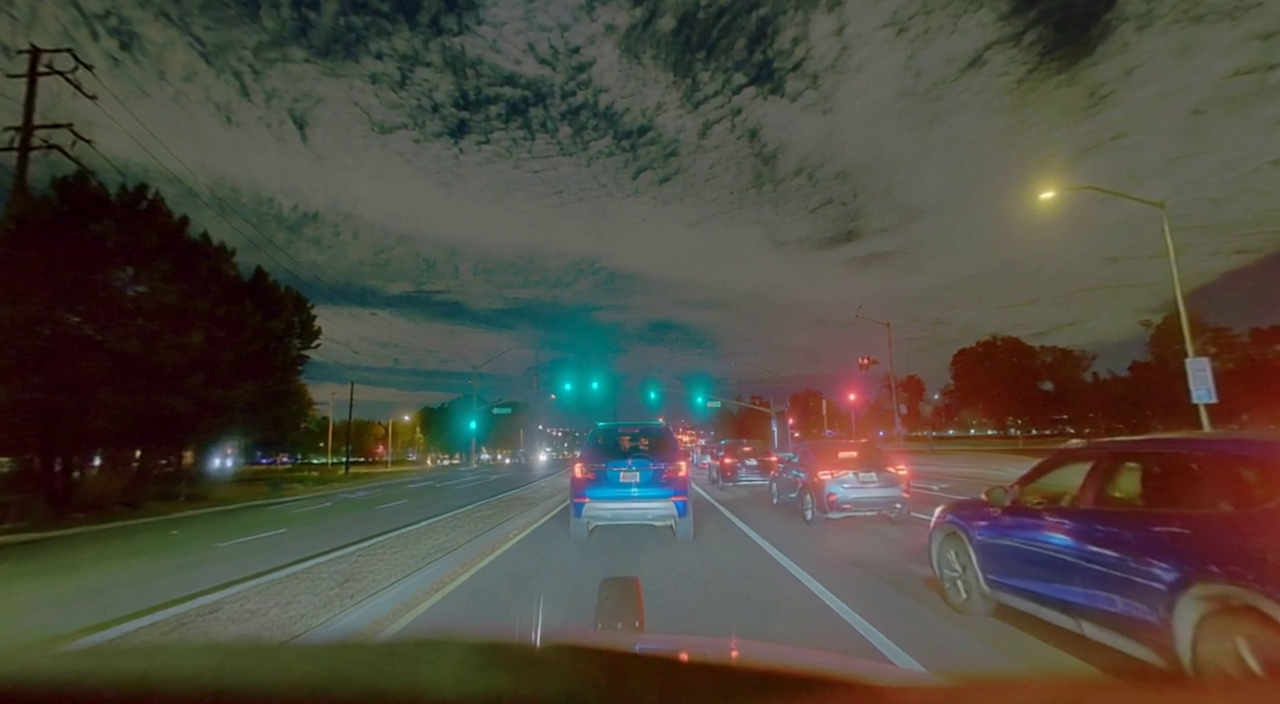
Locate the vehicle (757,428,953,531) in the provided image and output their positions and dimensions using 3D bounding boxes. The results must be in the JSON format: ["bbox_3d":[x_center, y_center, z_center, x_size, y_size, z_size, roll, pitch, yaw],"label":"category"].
[{"bbox_3d":[3.538,2.190,11.444,1.952,1.477,4.417,0,-9,-1],"label":"vehicle"}]

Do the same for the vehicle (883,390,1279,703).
[{"bbox_3d":[3.308,1.079,3.657,1.984,1.462,4.513,0,-9,0],"label":"vehicle"}]

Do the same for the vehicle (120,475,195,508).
[{"bbox_3d":[-26.217,7.537,34.315,3.826,1.522,1.741,-5,-9,30],"label":"vehicle"}]

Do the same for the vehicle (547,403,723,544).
[{"bbox_3d":[-0.114,1.908,10.470,2.300,1.821,4.254,0,-9,-1],"label":"vehicle"}]
